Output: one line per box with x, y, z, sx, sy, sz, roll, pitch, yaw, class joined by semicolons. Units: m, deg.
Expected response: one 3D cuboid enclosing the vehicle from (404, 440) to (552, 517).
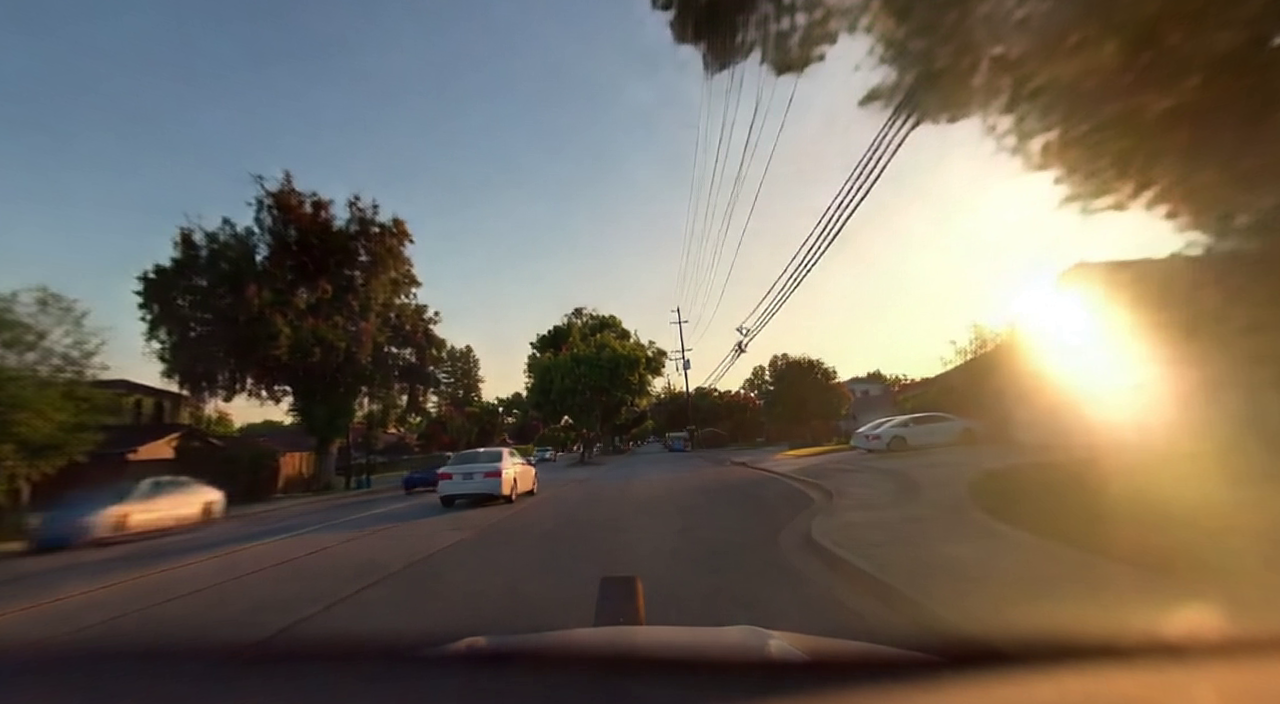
-3.489;2.817;14.671;2.041;1.471;4.602;0;-9;2;vehicle

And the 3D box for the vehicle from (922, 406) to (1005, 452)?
13.749;3.365;27.132;1.894;1.664;4.159;3;-9;8;vehicle

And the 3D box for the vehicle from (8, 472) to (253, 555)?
-11.917;3.770;15.364;2.084;1.505;4.746;0;-9;-2;vehicle

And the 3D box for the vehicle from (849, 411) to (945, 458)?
10.802;3.597;27.069;2.121;1.799;5.124;0;-9;2;vehicle
